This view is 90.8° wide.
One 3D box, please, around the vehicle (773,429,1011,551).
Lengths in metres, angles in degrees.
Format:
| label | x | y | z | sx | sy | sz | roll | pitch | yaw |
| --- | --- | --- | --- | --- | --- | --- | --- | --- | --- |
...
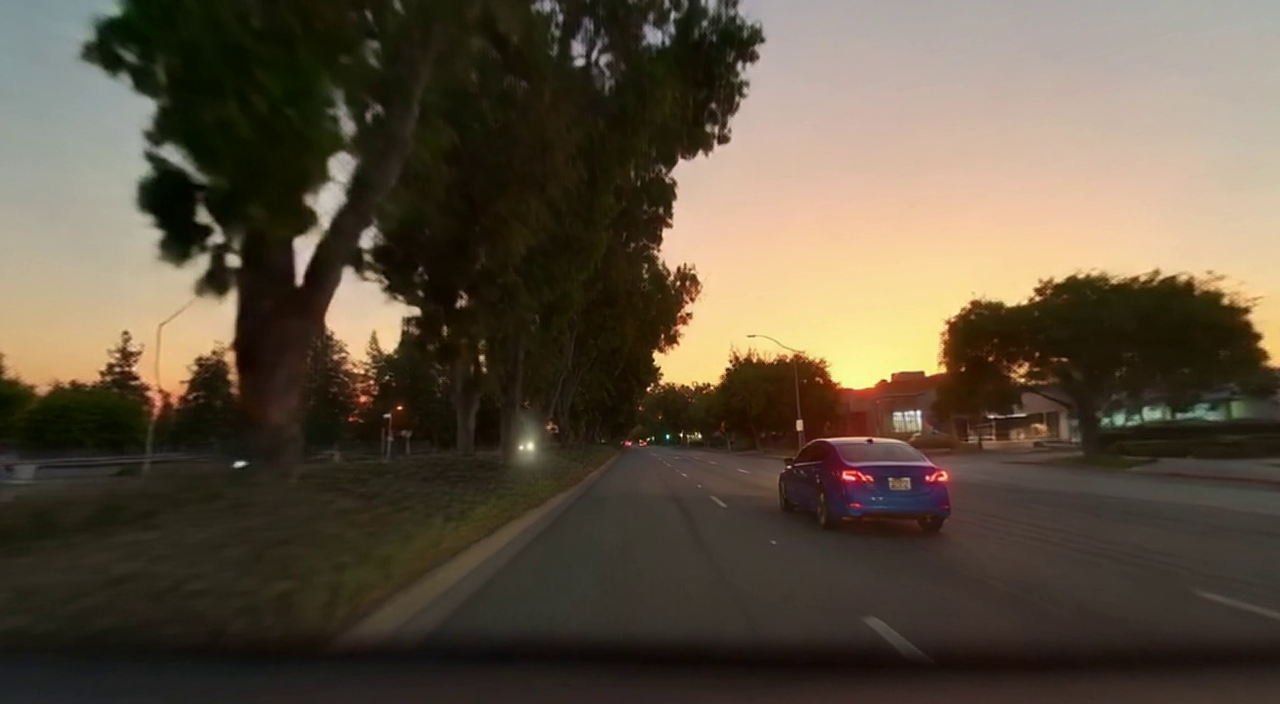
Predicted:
| label | x | y | z | sx | sy | sz | roll | pitch | yaw |
| --- | --- | --- | --- | --- | --- | --- | --- | --- | --- |
| vehicle | 3.578 | 2.019 | 9.997 | 1.950 | 1.473 | 4.259 | 0 | -8 | -1 |

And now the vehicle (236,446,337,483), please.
| label | x | y | z | sx | sy | sz | roll | pitch | yaw |
| --- | --- | --- | --- | --- | --- | --- | --- | --- | --- |
| vehicle | -16.055 | 5.112 | 29.049 | 1.993 | 1.511 | 4.798 | 0 | -8 | -1 |
